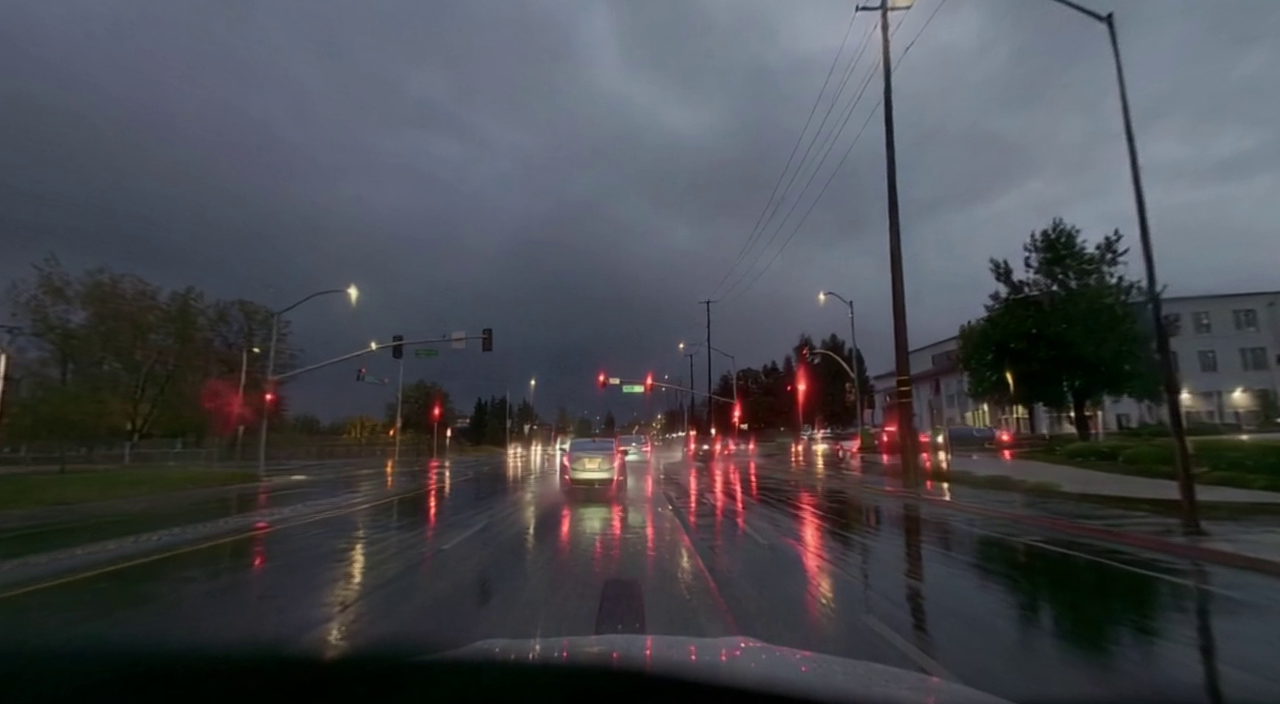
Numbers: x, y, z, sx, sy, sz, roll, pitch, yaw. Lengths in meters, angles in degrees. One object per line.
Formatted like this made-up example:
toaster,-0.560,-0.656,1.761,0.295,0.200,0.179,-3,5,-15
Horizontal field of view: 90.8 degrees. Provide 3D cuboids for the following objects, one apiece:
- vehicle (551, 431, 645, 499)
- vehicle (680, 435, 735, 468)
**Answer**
vehicle,-0.960,2.807,16.026,2.075,1.470,3.962,0,-8,-1
vehicle,3.181,4.776,30.443,1.945,1.470,4.363,0,-8,-3
